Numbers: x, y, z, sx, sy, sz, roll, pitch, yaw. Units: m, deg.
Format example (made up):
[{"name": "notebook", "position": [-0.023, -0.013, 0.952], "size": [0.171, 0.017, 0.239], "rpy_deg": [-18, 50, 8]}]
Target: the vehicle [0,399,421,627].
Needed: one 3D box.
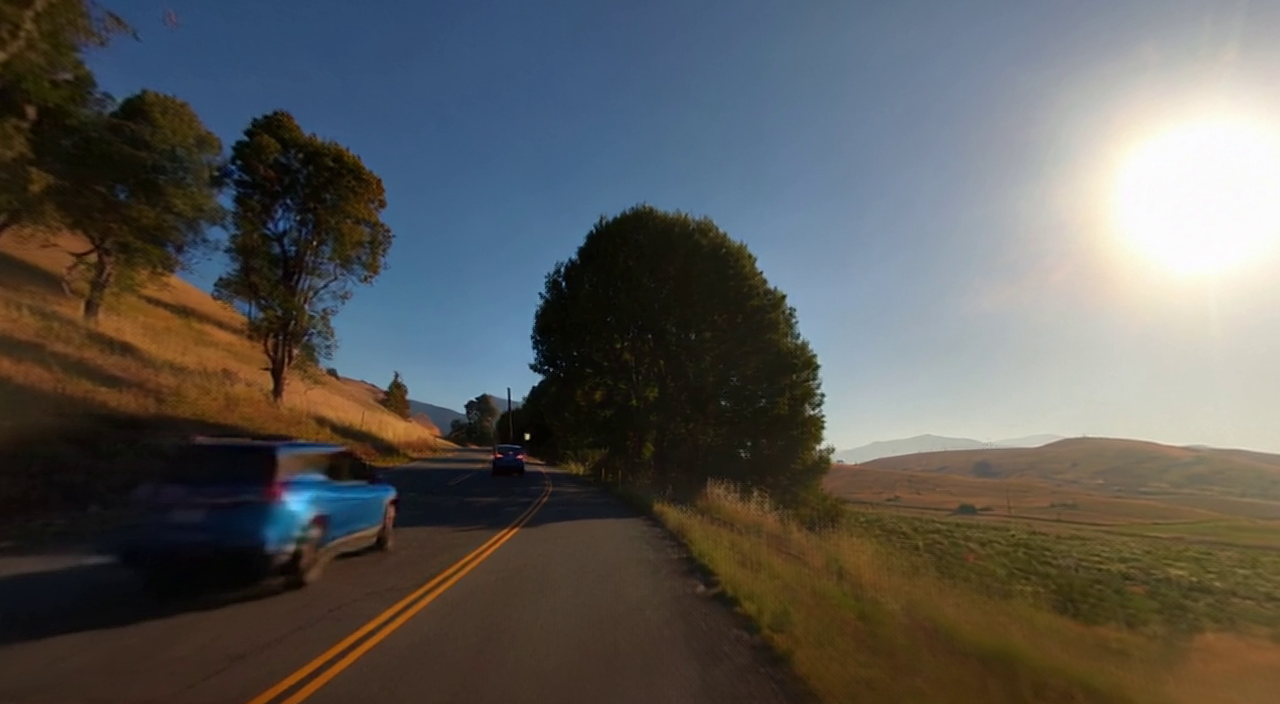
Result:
[{"name": "vehicle", "position": [-4.559, 1.696, 7.782], "size": [2.104, 1.851, 4.992], "rpy_deg": [0, -9, -2]}]

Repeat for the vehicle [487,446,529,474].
[{"name": "vehicle", "position": [-7.488, 6.170, 36.265], "size": [2.042, 1.483, 4.288], "rpy_deg": [1, -9, -7]}]
